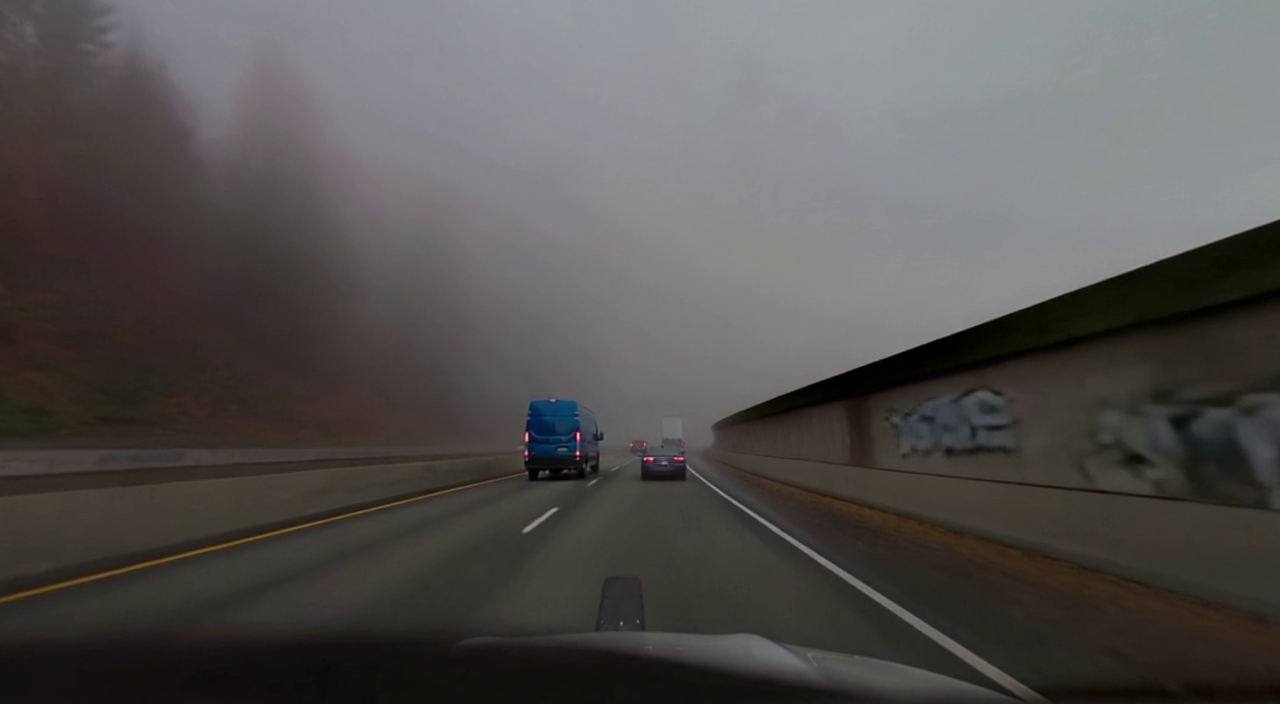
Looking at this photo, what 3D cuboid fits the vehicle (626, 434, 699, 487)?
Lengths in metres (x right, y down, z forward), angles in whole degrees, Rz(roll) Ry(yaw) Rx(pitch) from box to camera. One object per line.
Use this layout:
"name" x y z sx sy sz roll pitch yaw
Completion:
"vehicle" 0.681 3.350 19.812 2.071 1.487 3.948 0 -8 1

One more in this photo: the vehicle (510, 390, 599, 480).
"vehicle" -2.822 2.935 22.095 2.334 2.769 5.087 0 -8 1
